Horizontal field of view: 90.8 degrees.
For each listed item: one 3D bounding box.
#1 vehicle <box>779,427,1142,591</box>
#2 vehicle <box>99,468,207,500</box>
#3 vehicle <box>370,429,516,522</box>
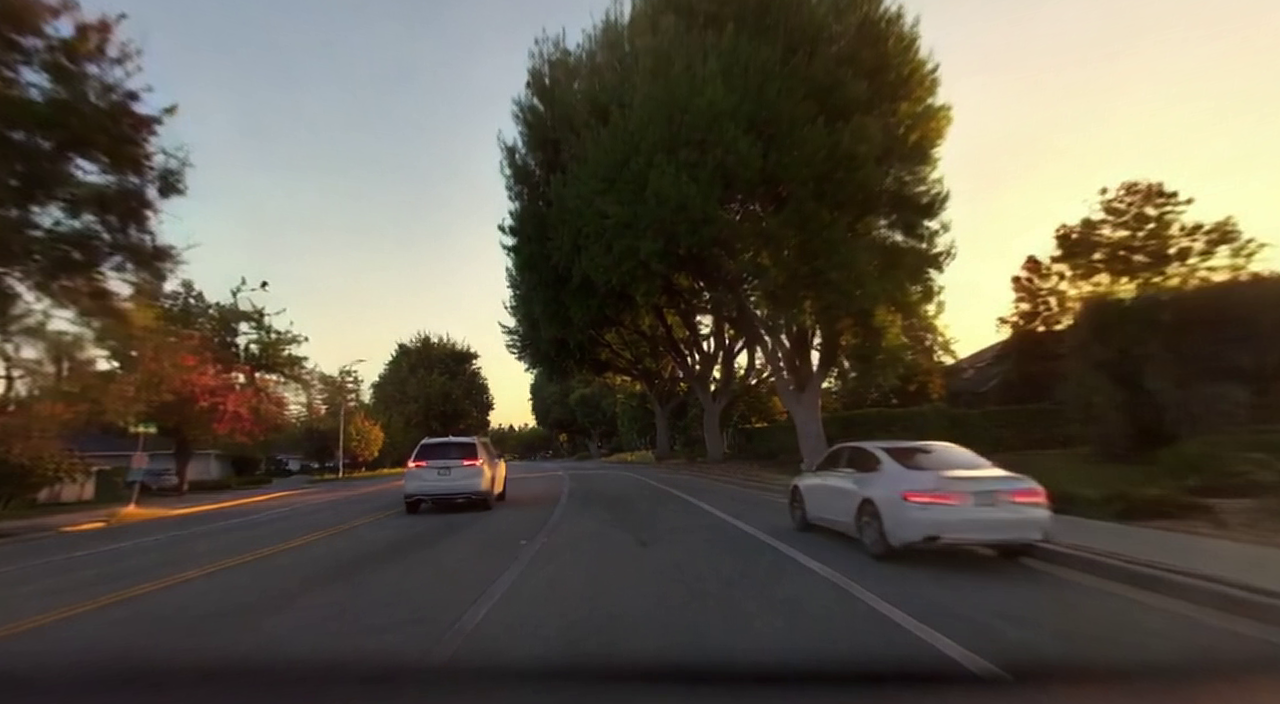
[{"bbox_3d":[3.414,1.733,7.949,1.928,1.447,4.386,1,-8,-6],"label":"vehicle"},{"bbox_3d":[-24.366,6.615,31.735,3.892,1.323,1.741,0,-7,-9],"label":"vehicle"},{"bbox_3d":[-4.282,2.743,14.611,2.175,1.772,4.442,0,-8,-4],"label":"vehicle"}]
